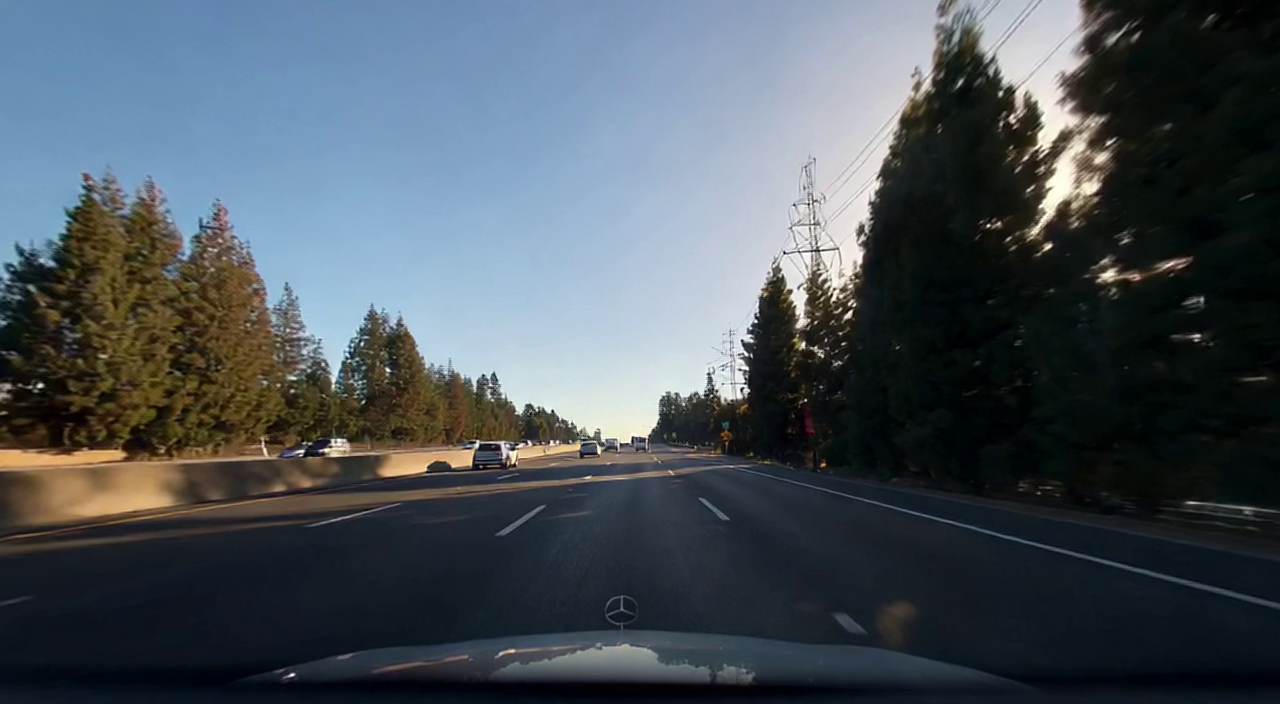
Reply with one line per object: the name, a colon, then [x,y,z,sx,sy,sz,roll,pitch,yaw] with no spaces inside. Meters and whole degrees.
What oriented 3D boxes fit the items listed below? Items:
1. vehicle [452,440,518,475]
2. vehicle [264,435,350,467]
vehicle: [-7.445,5.134,30.700,2.034,1.563,4.476,0,-9,1]
vehicle: [-21.635,6.495,41.251,2.357,1.929,5.744,0,-9,1]
